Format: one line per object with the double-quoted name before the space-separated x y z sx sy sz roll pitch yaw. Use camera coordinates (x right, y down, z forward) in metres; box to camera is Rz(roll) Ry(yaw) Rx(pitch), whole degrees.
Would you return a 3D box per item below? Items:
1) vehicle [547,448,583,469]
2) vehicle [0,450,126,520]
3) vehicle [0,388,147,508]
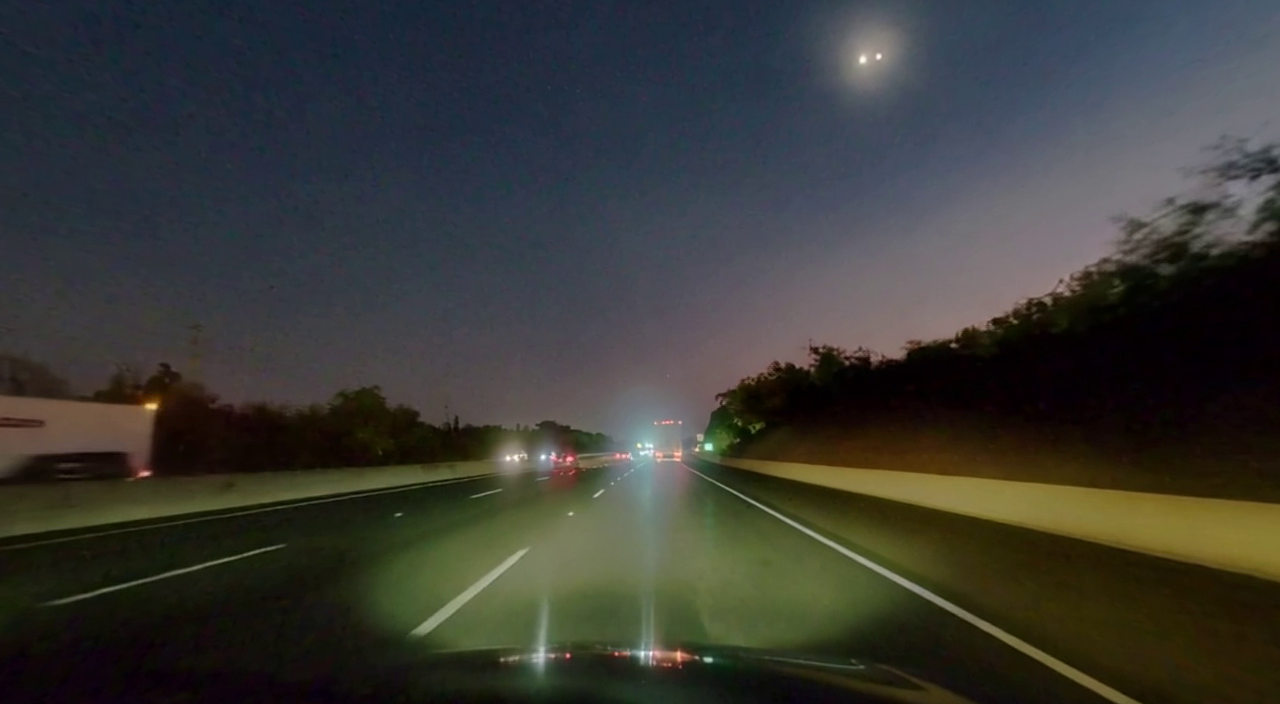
"vehicle" -5.759 8.258 48.972 2.031 1.521 4.503 0 -9 2
"vehicle" -14.940 3.072 14.839 1.915 1.506 4.321 0 -9 2
"vehicle" -23.018 3.015 19.780 2.920 3.966 14.592 0 -9 2
